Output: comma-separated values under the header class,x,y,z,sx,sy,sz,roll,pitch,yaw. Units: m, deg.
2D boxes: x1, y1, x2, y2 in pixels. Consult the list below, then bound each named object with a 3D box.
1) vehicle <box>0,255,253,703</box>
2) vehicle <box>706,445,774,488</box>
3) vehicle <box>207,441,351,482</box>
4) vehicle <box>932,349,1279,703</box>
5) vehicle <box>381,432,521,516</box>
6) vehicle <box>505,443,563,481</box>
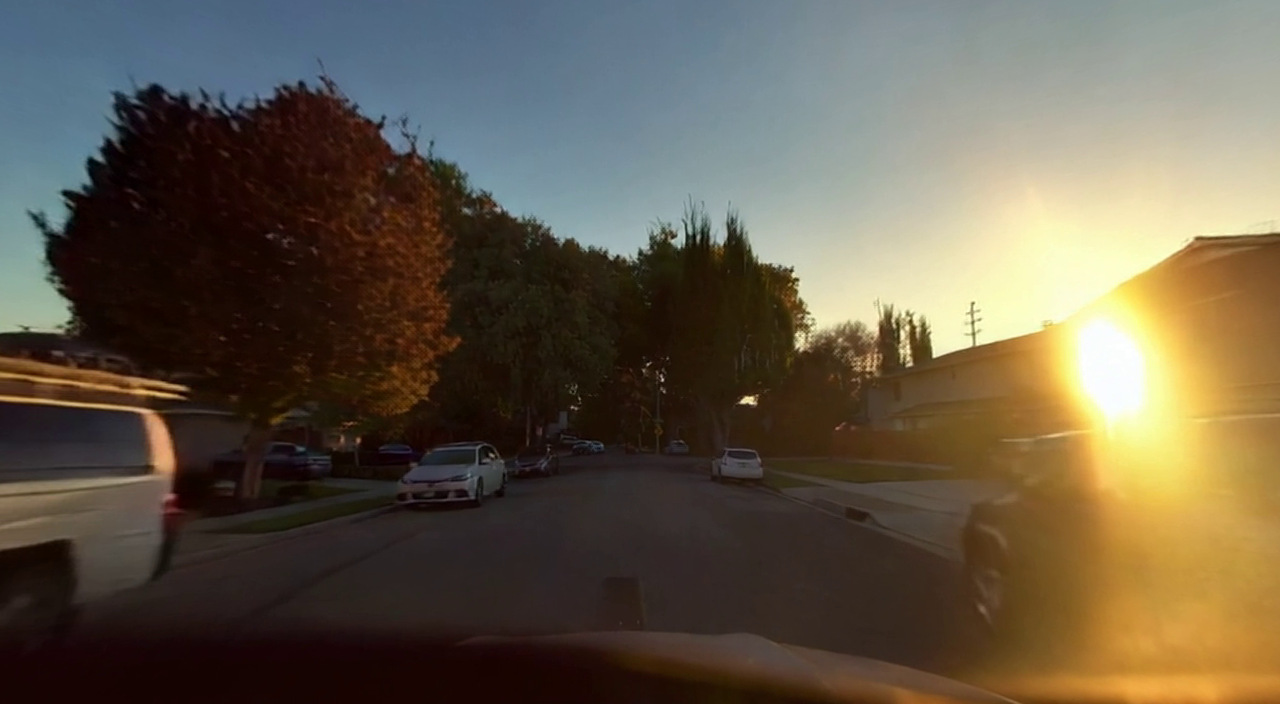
class,x,y,z,sx,sy,sz,roll,pitch,yaw
vehicle,-4.707,0.569,2.300,2.476,2.434,6.543,-1,-7,0
vehicle,3.736,4.354,24.318,1.945,1.495,3.983,0,-9,0
vehicle,-13.558,4.106,23.931,4.220,1.462,1.913,1,-9,-4
vehicle,3.605,1.000,3.243,2.082,1.790,4.330,0,-9,0
vehicle,-4.683,3.035,16.579,2.140,1.815,4.926,0,-7,0
vehicle,-4.976,5.201,30.237,1.887,1.660,4.312,0,-9,1
